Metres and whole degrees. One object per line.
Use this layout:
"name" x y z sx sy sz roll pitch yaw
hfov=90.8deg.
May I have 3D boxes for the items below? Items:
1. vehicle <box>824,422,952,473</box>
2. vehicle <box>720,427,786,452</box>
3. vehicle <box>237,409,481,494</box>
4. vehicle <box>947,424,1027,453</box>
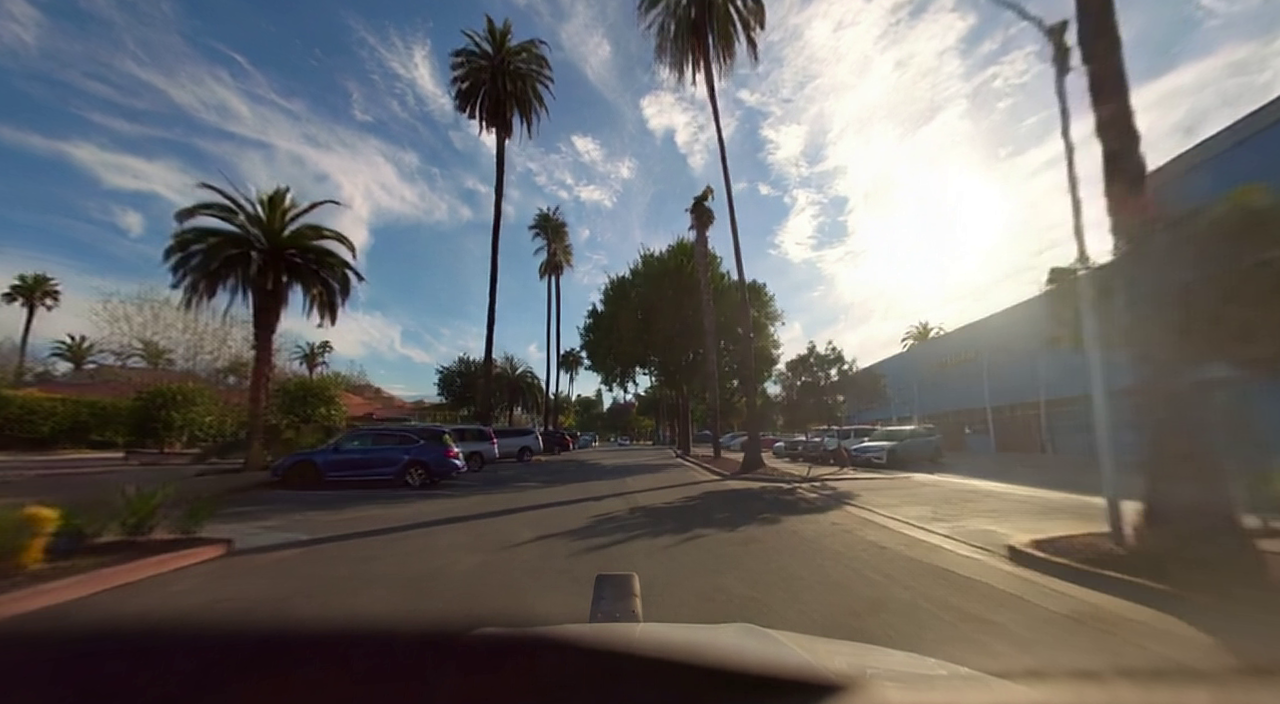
"vehicle" 9.453 3.620 24.058 4.509 1.759 2.077 5 -10 -30
"vehicle" 8.806 6.868 49.257 4.758 1.759 2.068 6 -11 -28
"vehicle" -6.940 2.482 15.912 5.210 1.834 2.281 5 -10 -30
"vehicle" 21.340 5.341 38.940 4.120 1.659 1.894 -5 -10 28
